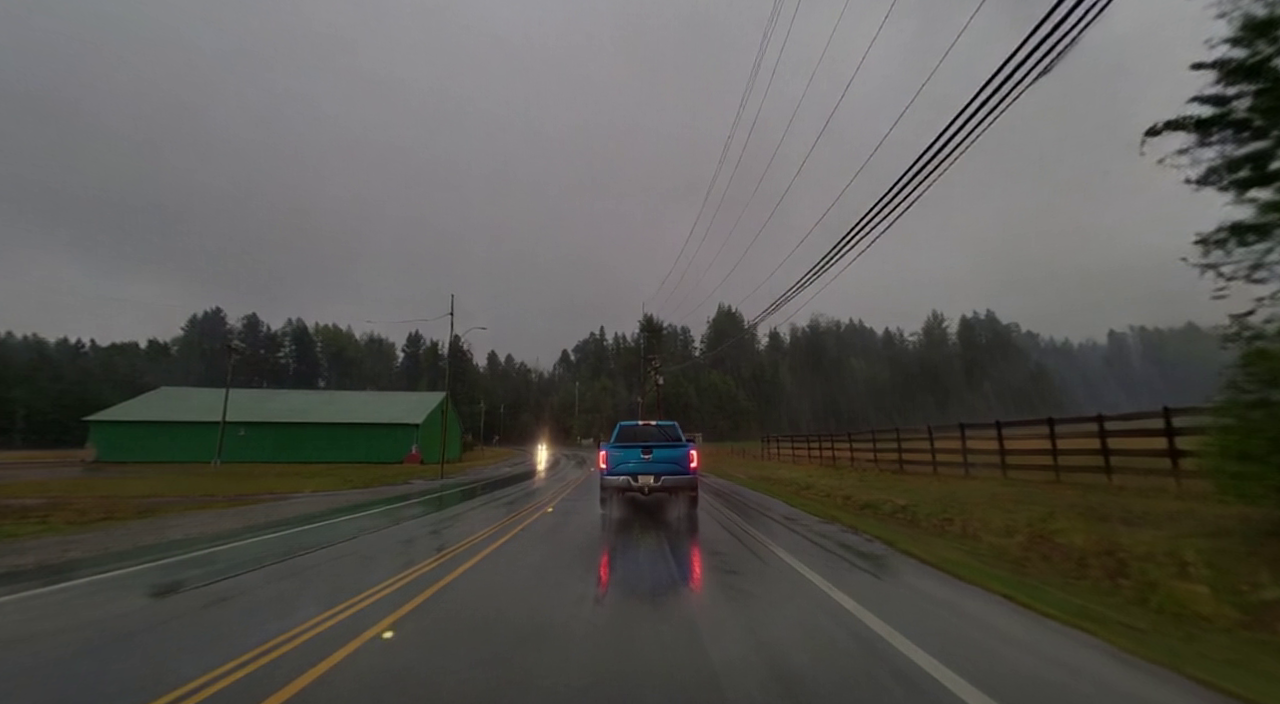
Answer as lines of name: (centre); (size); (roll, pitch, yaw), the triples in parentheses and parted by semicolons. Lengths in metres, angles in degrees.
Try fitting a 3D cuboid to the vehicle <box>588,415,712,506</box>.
vehicle: (0.111, 2.811, 16.888); (2.693, 1.941, 6.356); (0, -8, -2)
